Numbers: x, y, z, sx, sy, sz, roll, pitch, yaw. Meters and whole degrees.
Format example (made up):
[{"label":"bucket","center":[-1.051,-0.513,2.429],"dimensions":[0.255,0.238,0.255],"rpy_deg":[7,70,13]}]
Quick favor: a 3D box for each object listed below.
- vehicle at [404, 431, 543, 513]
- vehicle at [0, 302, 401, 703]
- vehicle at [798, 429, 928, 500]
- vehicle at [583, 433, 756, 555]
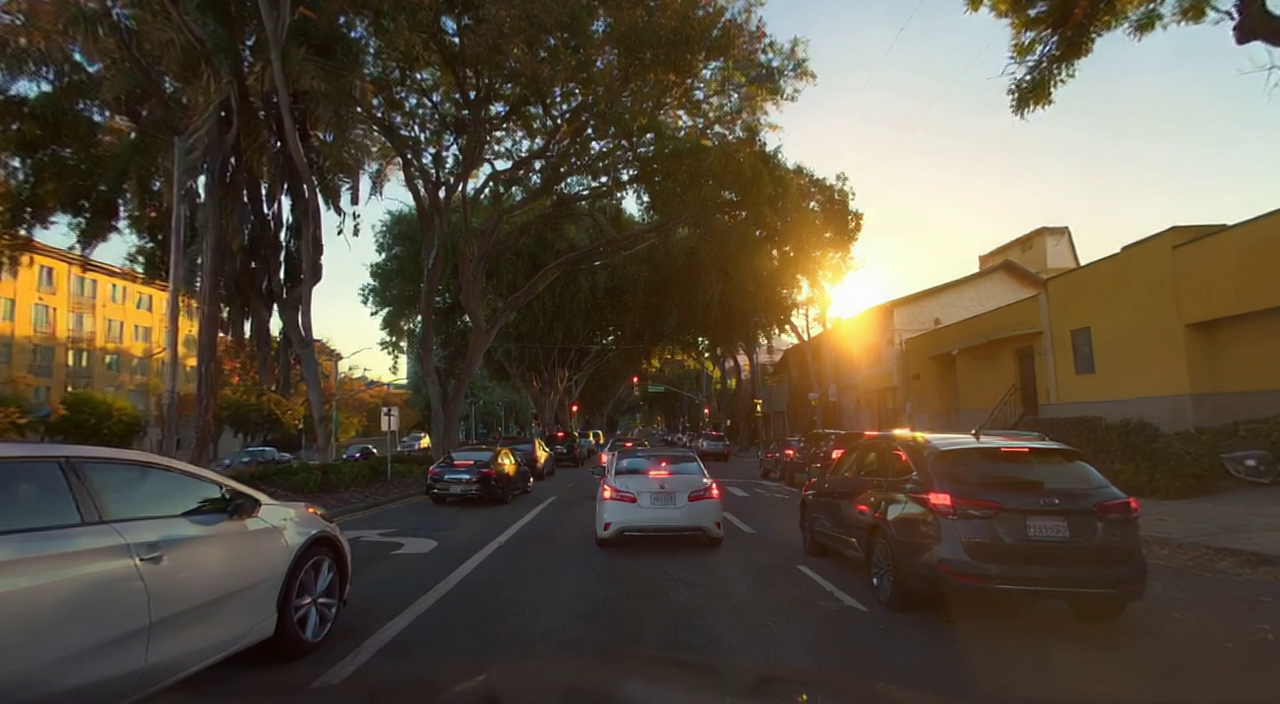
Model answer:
[{"label":"vehicle","center":[-3.508,2.622,14.269],"dimensions":[1.901,1.522,4.556],"rpy_deg":[0,-9,0]},{"label":"vehicle","center":[-3.269,0.931,3.392],"dimensions":[2.152,1.802,4.628],"rpy_deg":[0,-9,0]},{"label":"vehicle","center":[6.345,3.252,18.687],"dimensions":[2.025,1.808,4.579],"rpy_deg":[0,-9,-2]},{"label":"vehicle","center":[0.272,2.005,9.623],"dimensions":[2.095,1.438,3.843],"rpy_deg":[0,-9,-3]}]
